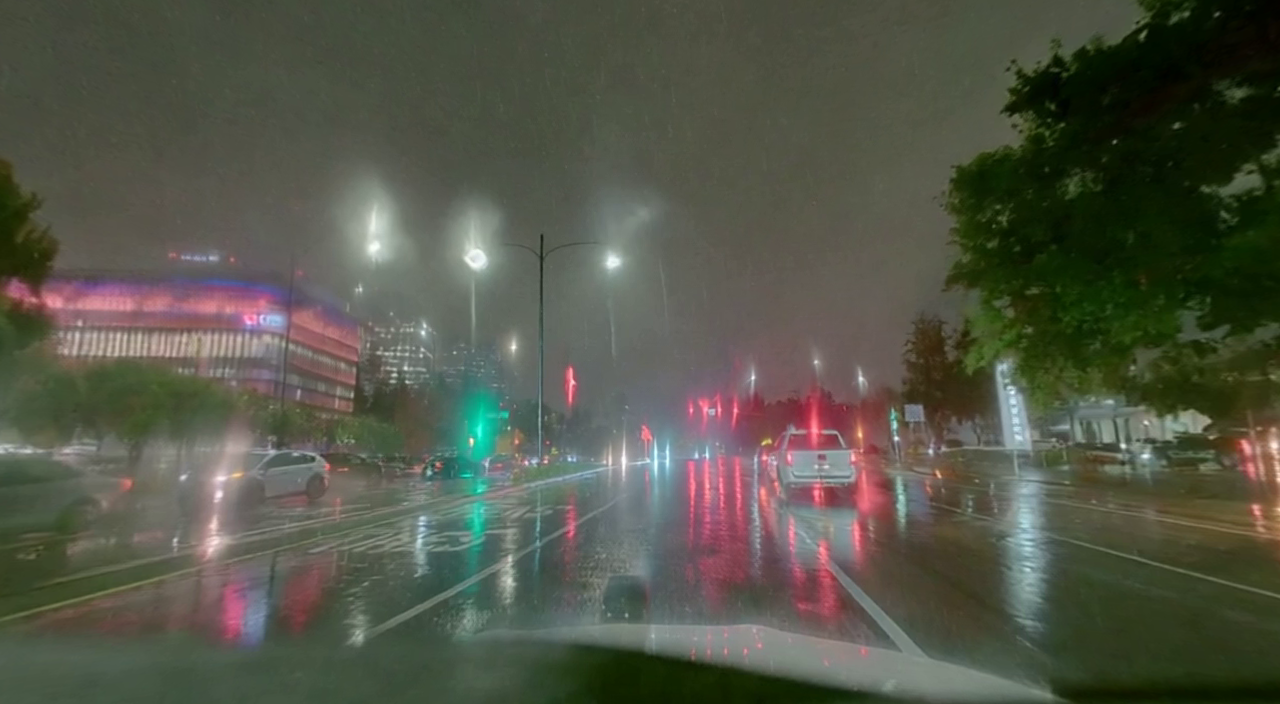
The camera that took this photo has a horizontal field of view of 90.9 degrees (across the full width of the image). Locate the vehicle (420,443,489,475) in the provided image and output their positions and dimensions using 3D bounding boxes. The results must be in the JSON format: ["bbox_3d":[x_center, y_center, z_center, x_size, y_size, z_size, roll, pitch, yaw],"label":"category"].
[{"bbox_3d":[-11.788,6.811,40.524,2.337,1.895,5.872,-1,-8,3],"label":"vehicle"}]

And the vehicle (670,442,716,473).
[{"bbox_3d":[2.751,5.335,32.069,2.059,1.477,3.988,-1,-8,8],"label":"vehicle"}]

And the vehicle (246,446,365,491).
[{"bbox_3d":[-15.587,5.402,29.861,2.200,1.884,5.653,-1,-8,4],"label":"vehicle"}]

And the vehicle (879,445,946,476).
[{"bbox_3d":[13.620,5.401,31.774,1.935,1.435,4.141,-1,-8,6],"label":"vehicle"}]

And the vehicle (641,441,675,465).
[{"bbox_3d":[1.398,7.462,46.632,2.057,1.678,4.639,-1,-8,7],"label":"vehicle"}]

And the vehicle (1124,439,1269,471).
[{"bbox_3d":[28.930,5.420,33.057,2.043,1.496,5.210,2,-10,-21],"label":"vehicle"}]

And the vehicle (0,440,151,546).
[{"bbox_3d":[-11.284,2.349,10.637,2.059,1.695,4.595,-1,-8,6],"label":"vehicle"}]

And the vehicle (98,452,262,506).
[{"bbox_3d":[-15.734,4.315,21.940,1.937,1.605,4.531,-1,-8,6],"label":"vehicle"}]

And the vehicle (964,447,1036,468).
[{"bbox_3d":[27.484,8.064,48.290,4.361,1.429,1.843,0,-9,11],"label":"vehicle"}]

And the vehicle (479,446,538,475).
[{"bbox_3d":[-7.645,6.317,37.084,2.047,1.572,4.472,-1,-8,6],"label":"vehicle"}]

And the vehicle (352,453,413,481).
[{"bbox_3d":[-14.931,6.660,36.801,1.804,1.437,4.560,0,-8,-2],"label":"vehicle"}]

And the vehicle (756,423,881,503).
[{"bbox_3d":[4.492,2.879,16.760,2.282,1.797,4.924,-1,-8,5],"label":"vehicle"}]
